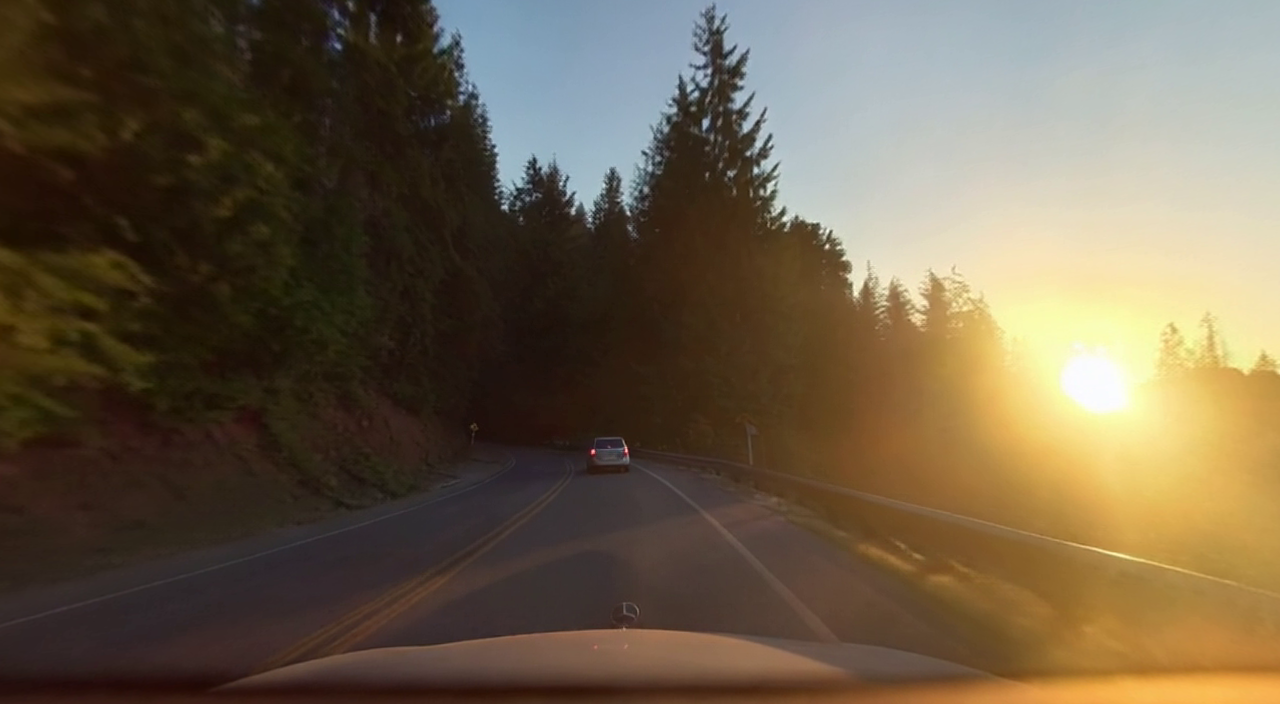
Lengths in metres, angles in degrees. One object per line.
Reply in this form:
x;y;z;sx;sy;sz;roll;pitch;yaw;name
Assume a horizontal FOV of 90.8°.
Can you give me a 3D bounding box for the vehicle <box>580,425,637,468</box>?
-1.692;4.715;31.623;2.469;1.953;5.605;1;-9;-6;vehicle
